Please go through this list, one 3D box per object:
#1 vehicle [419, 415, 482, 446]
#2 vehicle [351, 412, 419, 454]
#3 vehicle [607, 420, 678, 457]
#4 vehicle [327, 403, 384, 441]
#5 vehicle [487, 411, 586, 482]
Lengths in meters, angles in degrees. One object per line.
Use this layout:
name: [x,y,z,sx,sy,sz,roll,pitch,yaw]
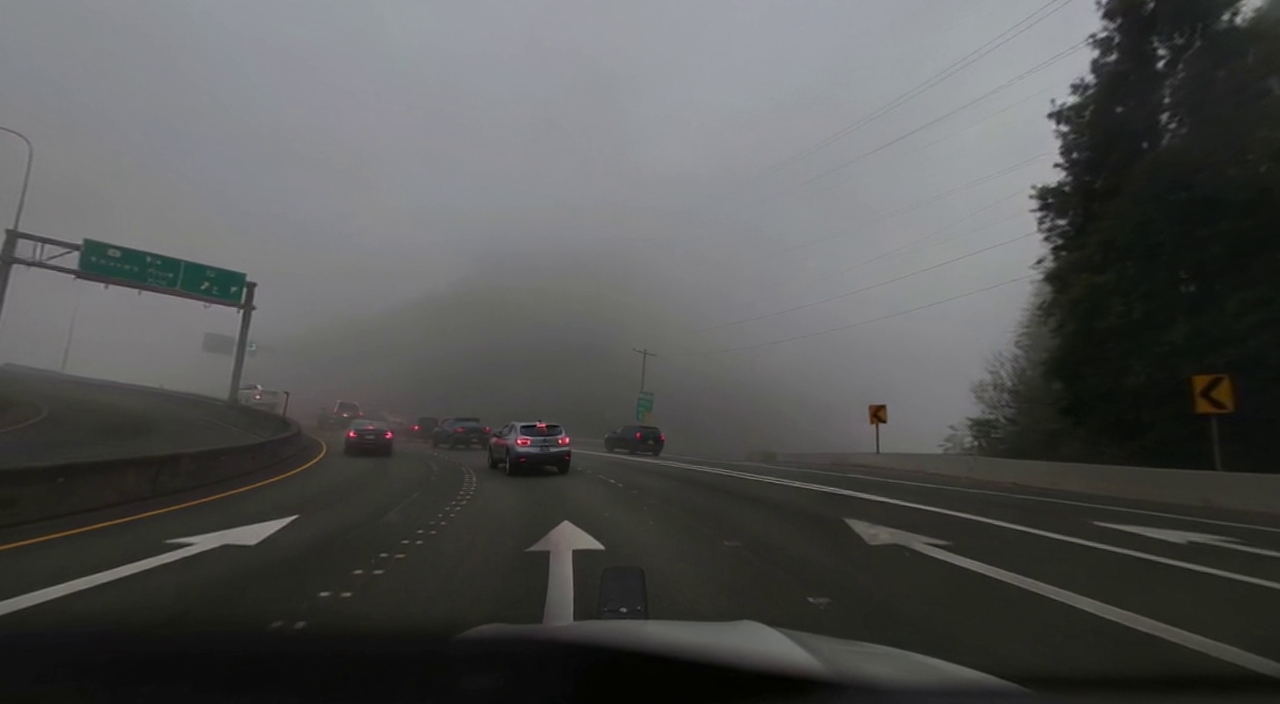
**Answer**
vehicle: [-9.832,4.104,32.435,1.832,1.473,4.364,6,-10,-33]
vehicle: [-10.105,3.227,24.763,2.033,1.501,4.623,4,-9,-26]
vehicle: [0.041,4.701,33.987,2.079,1.807,4.682,4,-9,-24]
vehicle: [-14.564,3.644,32.198,2.076,1.747,4.285,5,-10,-30]
vehicle: [-3.048,2.657,17.798,2.140,1.724,4.304,3,-9,-17]
